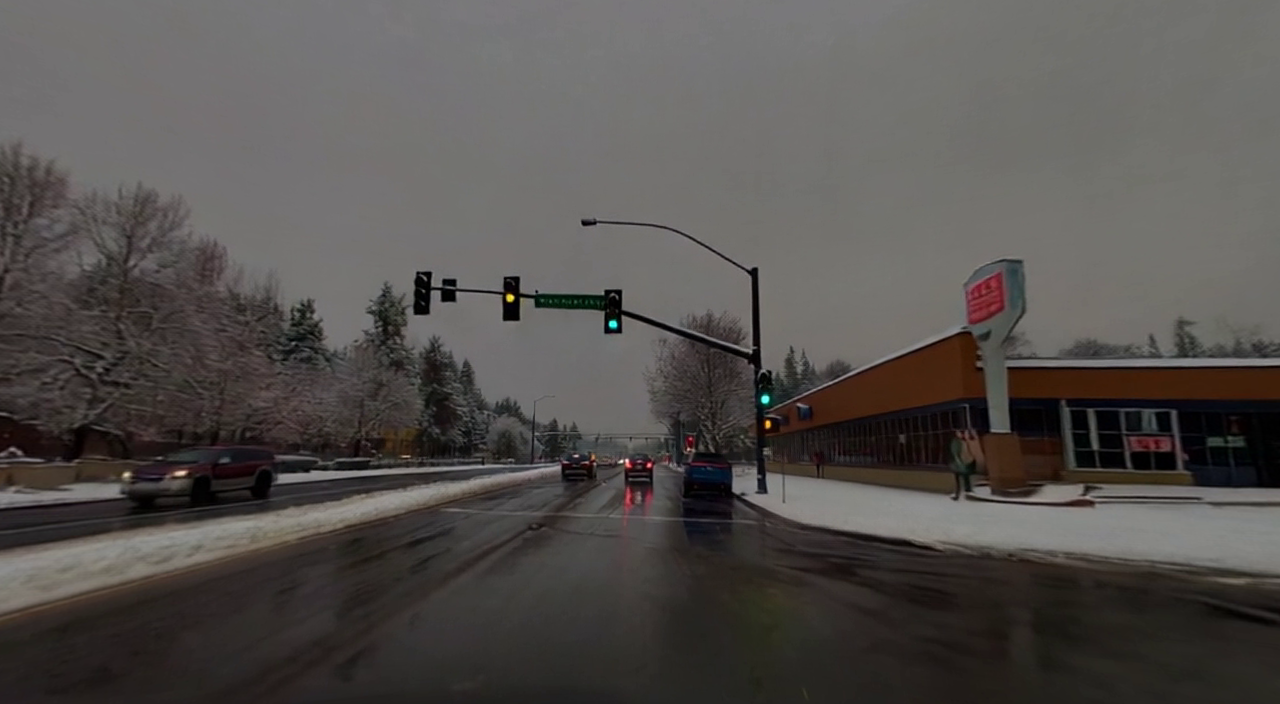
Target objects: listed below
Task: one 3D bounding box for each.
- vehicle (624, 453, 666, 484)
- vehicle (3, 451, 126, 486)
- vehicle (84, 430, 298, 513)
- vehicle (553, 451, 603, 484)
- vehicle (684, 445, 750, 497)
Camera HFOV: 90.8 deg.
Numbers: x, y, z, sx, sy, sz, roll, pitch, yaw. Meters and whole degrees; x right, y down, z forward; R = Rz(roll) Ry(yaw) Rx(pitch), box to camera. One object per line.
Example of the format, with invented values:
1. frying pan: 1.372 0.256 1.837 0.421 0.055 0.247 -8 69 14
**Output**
1. vehicle: 0.297 6.128 33.549 2.085 1.475 3.976 0 -9 2
2. vehicle: -29.255 5.909 32.376 1.907 1.665 4.640 0 -9 0
3. vehicle: -12.122 3.254 17.656 2.260 1.921 4.902 1 -9 1
4. vehicle: -2.976 5.636 31.142 1.921 1.477 4.083 0 -9 2
5. vehicle: 2.999 4.752 25.696 2.175 1.850 5.118 0 -9 2
